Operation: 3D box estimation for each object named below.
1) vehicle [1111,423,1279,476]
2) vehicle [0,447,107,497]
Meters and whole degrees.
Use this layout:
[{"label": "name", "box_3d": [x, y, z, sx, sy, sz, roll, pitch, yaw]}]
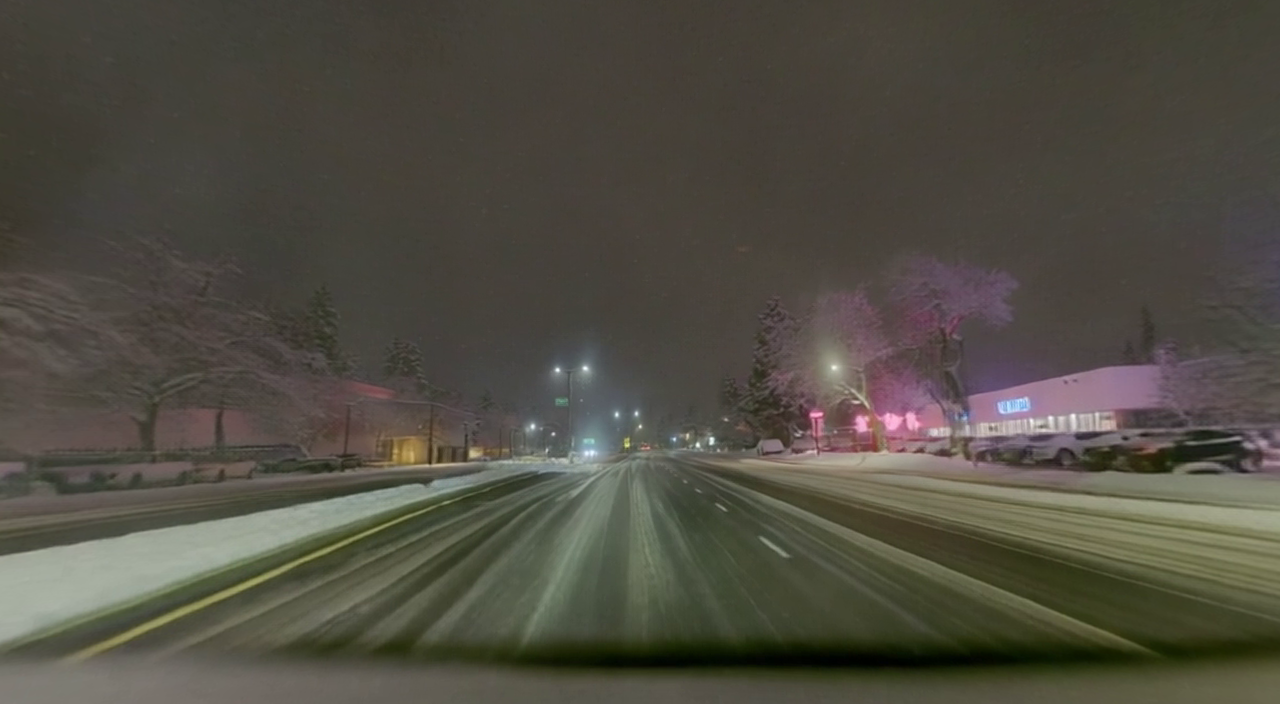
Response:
[{"label": "vehicle", "box_3d": [20.930, 3.657, 23.740, 4.845, 1.833, 2.132, -5, -10, 31]}, {"label": "vehicle", "box_3d": [-24.905, 4.862, 25.345, 5.065, 1.765, 2.218, -4, -8, 0]}]
